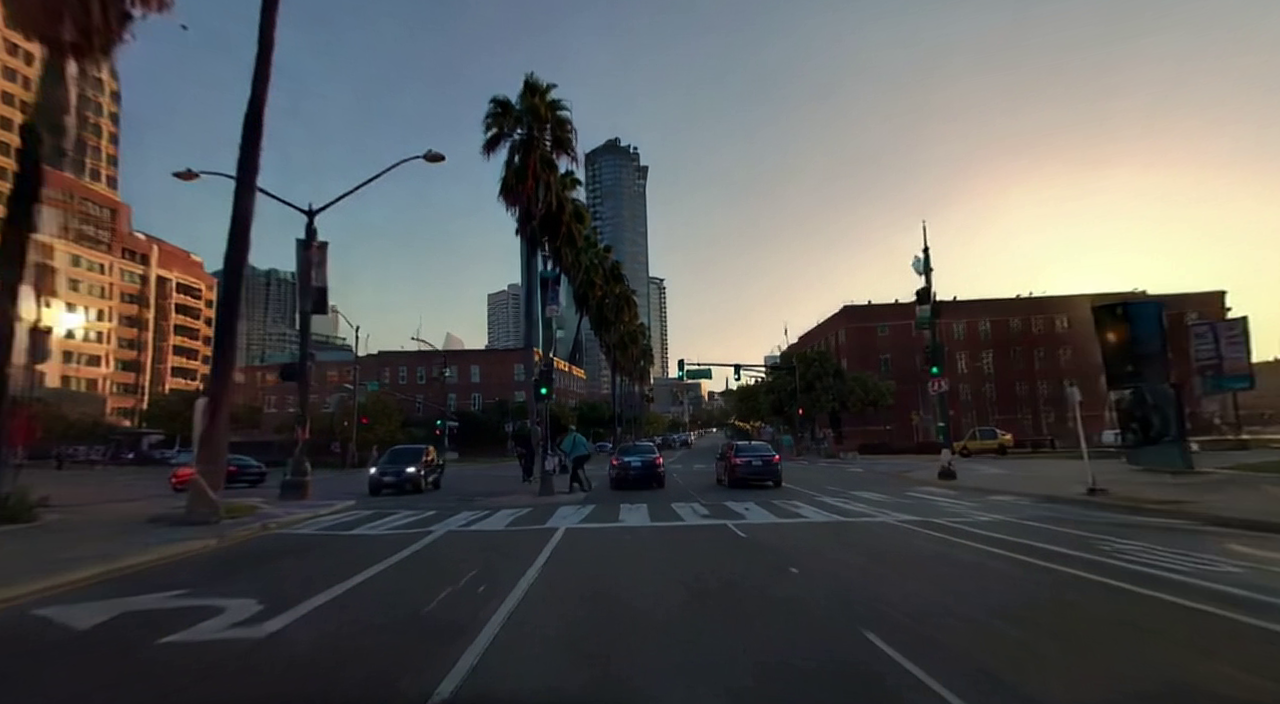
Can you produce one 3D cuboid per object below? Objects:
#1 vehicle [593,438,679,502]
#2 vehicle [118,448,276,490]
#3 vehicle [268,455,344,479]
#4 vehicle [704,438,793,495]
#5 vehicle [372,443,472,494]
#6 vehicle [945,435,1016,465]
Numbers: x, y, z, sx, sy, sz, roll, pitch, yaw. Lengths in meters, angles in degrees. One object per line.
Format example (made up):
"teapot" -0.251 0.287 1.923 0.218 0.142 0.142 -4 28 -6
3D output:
"vehicle" -0.111 3.099 16.981 2.048 1.503 3.681 0 -9 -1
"vehicle" -17.144 4.538 24.663 4.641 1.502 1.882 1 -9 -6
"vehicle" -22.061 7.585 41.912 1.844 1.478 4.618 -2 -9 12
"vehicle" 3.096 3.354 18.744 1.909 1.500 3.524 0 -9 -1
"vehicle" -7.427 3.842 21.242 1.977 1.501 4.435 6 -10 -35
"vehicle" 20.060 5.814 37.477 1.959 1.674 4.706 -1 -9 6
